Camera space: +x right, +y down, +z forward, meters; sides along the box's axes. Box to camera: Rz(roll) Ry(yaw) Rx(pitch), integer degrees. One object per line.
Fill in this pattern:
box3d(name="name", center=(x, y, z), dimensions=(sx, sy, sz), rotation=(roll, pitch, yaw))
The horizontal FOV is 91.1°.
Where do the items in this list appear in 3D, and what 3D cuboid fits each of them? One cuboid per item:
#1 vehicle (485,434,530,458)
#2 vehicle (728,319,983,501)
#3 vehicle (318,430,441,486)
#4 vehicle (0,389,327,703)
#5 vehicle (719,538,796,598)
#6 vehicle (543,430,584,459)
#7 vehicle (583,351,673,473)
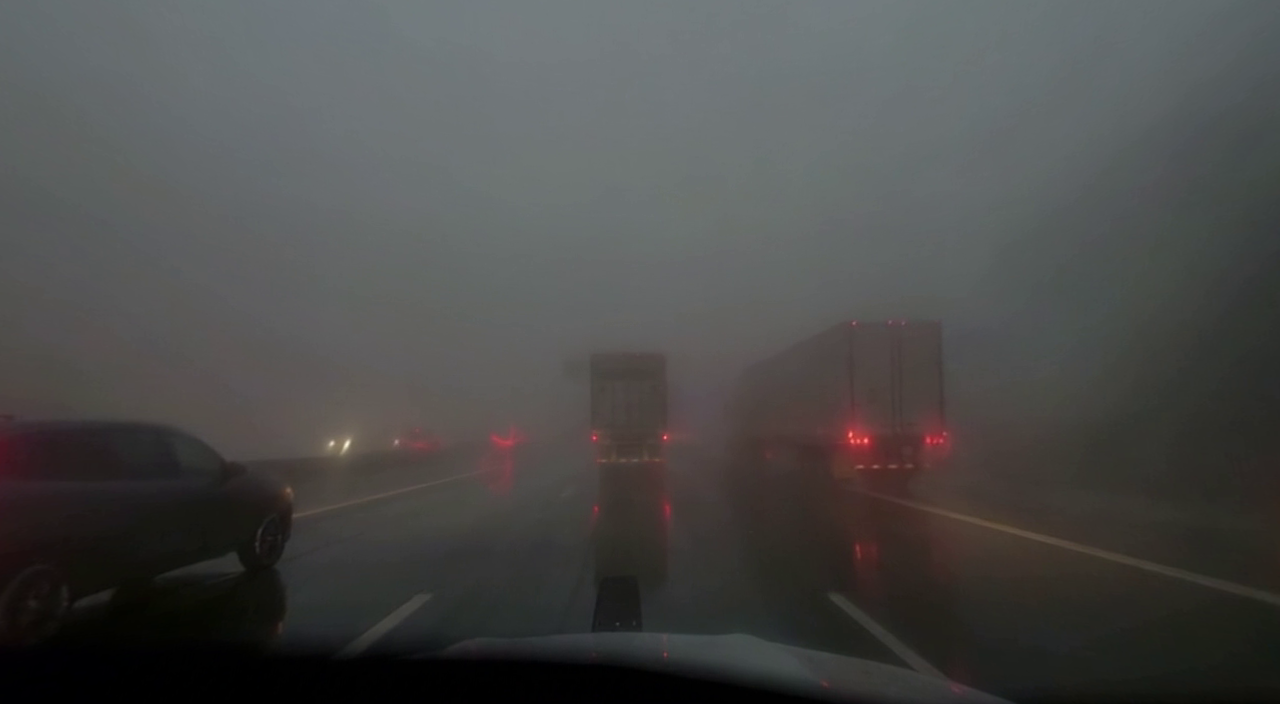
box3d(name="vehicle", center=(-8.636, 6.117, 41.250), dimensions=(2.019, 1.471, 4.347), rotation=(0, -8, 0))
box3d(name="vehicle", center=(5.648, 2.160, 20.683), dimensions=(2.863, 3.936, 14.058), rotation=(0, -8, -3))
box3d(name="vehicle", center=(-7.806, 3.184, 19.350), dimensions=(1.909, 1.479, 4.425), rotation=(0, -8, 0))
box3d(name="vehicle", center=(-3.865, 1.067, 3.923), dimensions=(1.882, 1.493, 3.828), rotation=(0, -8, -1))
box3d(name="vehicle", center=(5.177, 9.592, 28.113), dimensions=(2.835, 2.000, 2.696), rotation=(0, -7, -2))
box3d(name="vehicle", center=(-4.559, 5.569, 38.116), dimensions=(1.986, 1.612, 4.155), rotation=(0, -8, 0))
box3d(name="vehicle", center=(-0.540, 2.632, 25.766), dimensions=(2.938, 4.033, 9.980), rotation=(0, -8, -2))
